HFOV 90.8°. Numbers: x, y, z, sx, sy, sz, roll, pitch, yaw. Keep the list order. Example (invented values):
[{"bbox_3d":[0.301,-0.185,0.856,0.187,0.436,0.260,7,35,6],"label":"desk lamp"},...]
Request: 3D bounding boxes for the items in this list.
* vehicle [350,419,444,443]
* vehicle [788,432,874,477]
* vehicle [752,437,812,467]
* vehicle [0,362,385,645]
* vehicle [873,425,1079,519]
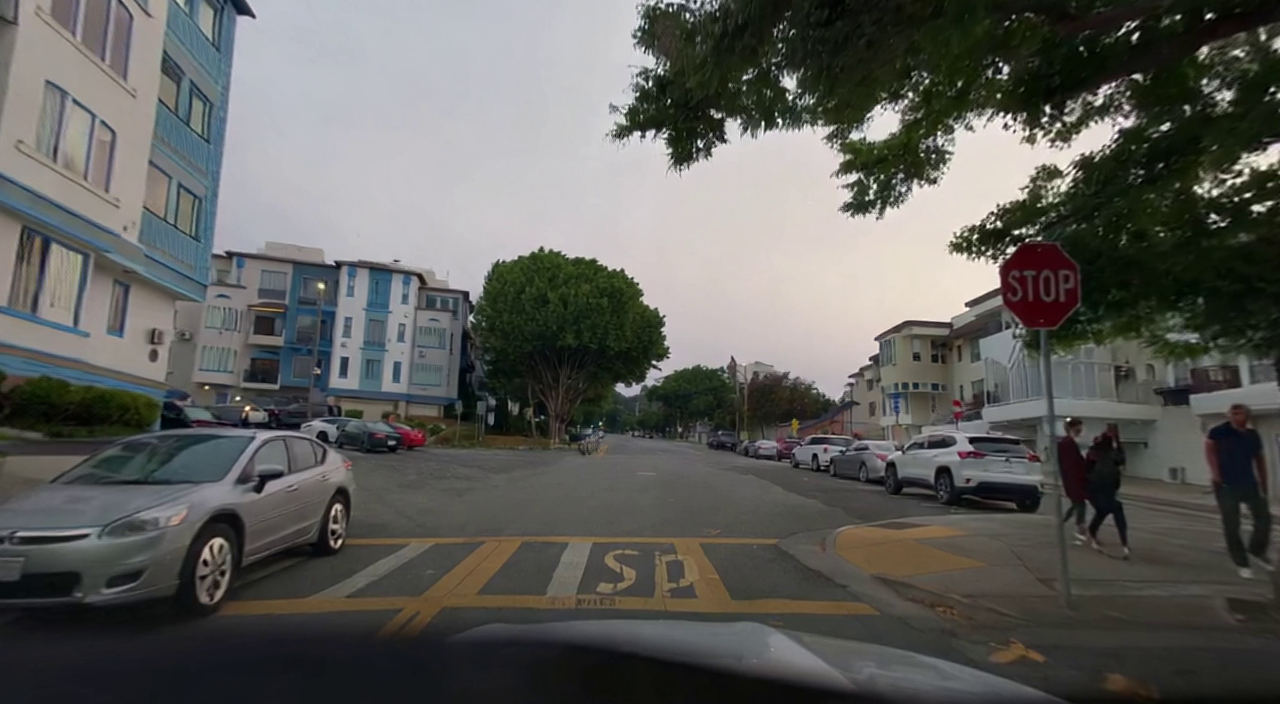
[{"bbox_3d":[-13.653,4.494,35.725,4.603,1.335,1.889,1,-9,-8],"label":"vehicle"},{"bbox_3d":[7.832,4.246,26.453,1.917,1.704,4.840,0,-8,-2],"label":"vehicle"},{"bbox_3d":[7.831,5.564,35.325,2.122,1.554,4.777,0,-8,-1],"label":"vehicle"},{"bbox_3d":[-4.584,1.286,6.426,2.285,1.712,5.200,1,-9,-6],"label":"vehicle"},{"bbox_3d":[7.449,2.697,14.822,2.181,1.792,5.066,0,-8,2],"label":"vehicle"}]
